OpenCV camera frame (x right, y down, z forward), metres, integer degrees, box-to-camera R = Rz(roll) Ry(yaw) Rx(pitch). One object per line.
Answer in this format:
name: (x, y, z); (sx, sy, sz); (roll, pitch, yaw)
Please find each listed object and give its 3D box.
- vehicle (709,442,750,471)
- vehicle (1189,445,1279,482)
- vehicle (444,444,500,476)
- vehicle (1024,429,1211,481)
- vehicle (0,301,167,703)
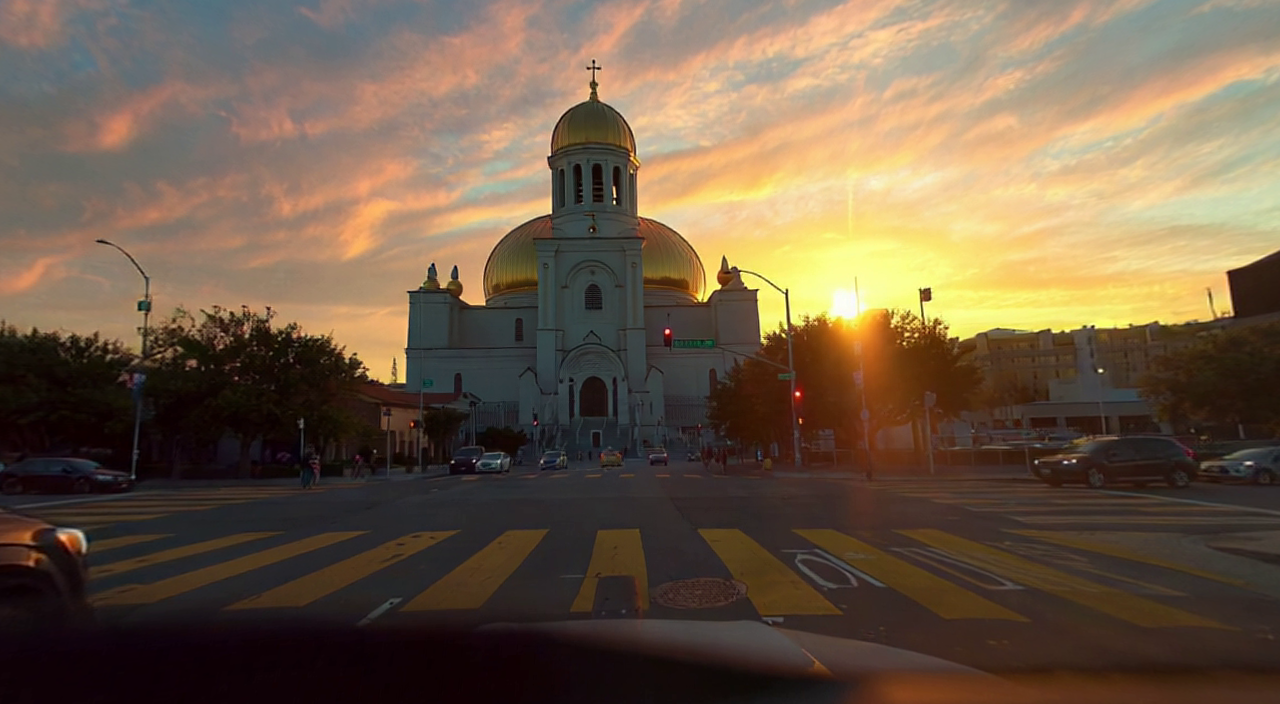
vehicle: (5.824, 6.850, 41.489); (1.969, 1.776, 4.329); (0, -8, -1)
vehicle: (26.384, 4.682, 26.682); (4.561, 1.475, 1.850); (0, -8, 0)
vehicle: (-10.229, 6.610, 38.956); (2.076, 1.876, 4.669); (0, -8, 1)
vehicle: (19.877, 4.291, 26.550); (5.852, 2.057, 2.361); (0, -8, 0)
vehicle: (-3.886, 0.503, 0.706); (2.251, 2.009, 5.688); (0, -8, 0)
